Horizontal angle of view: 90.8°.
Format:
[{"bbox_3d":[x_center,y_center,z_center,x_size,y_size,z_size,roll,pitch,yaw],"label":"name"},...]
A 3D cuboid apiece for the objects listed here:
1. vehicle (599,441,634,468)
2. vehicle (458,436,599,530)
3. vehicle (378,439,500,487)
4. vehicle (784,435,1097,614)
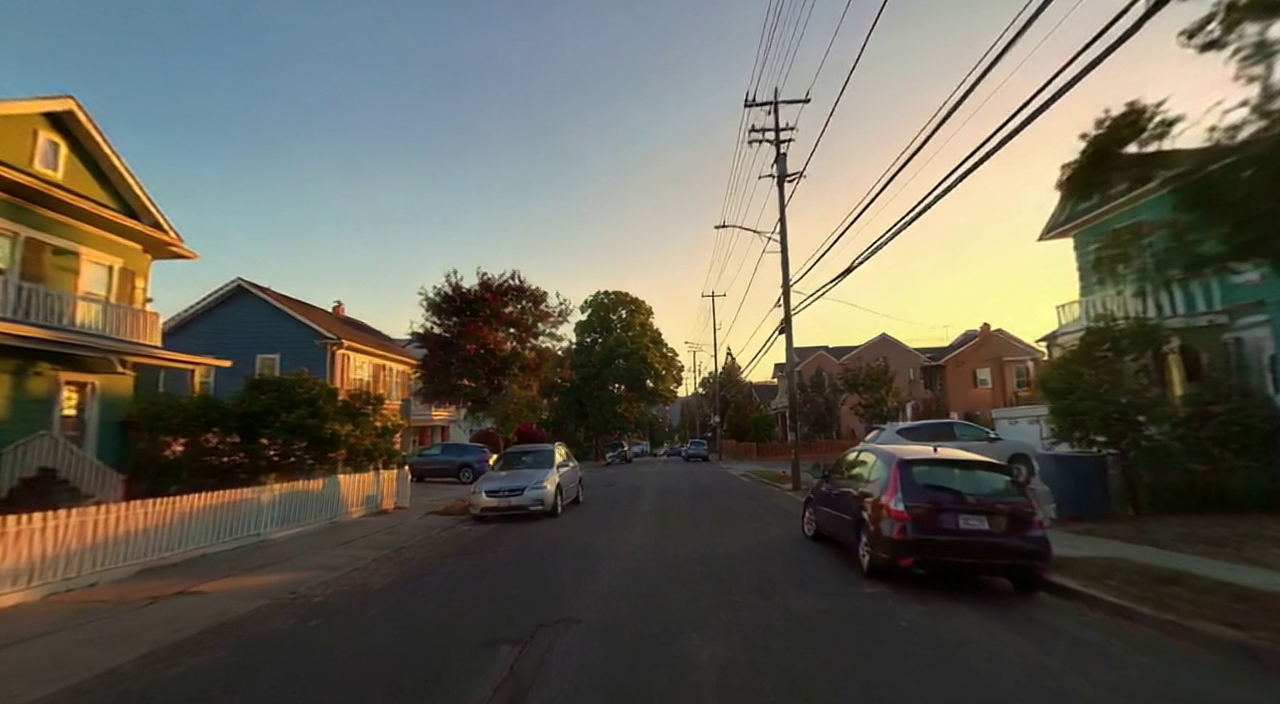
[{"bbox_3d":[-1.629,7.295,45.304,2.082,1.759,4.541,-2,-8,2],"label":"vehicle"},{"bbox_3d":[-2.477,3.040,15.444,2.204,1.655,4.813,-8,-8,2],"label":"vehicle"},{"bbox_3d":[-7.976,4.400,25.327,4.088,1.779,2.109,0,-7,5],"label":"vehicle"},{"bbox_3d":[3.401,1.957,8.412,2.043,1.631,4.613,1,-7,2],"label":"vehicle"}]
